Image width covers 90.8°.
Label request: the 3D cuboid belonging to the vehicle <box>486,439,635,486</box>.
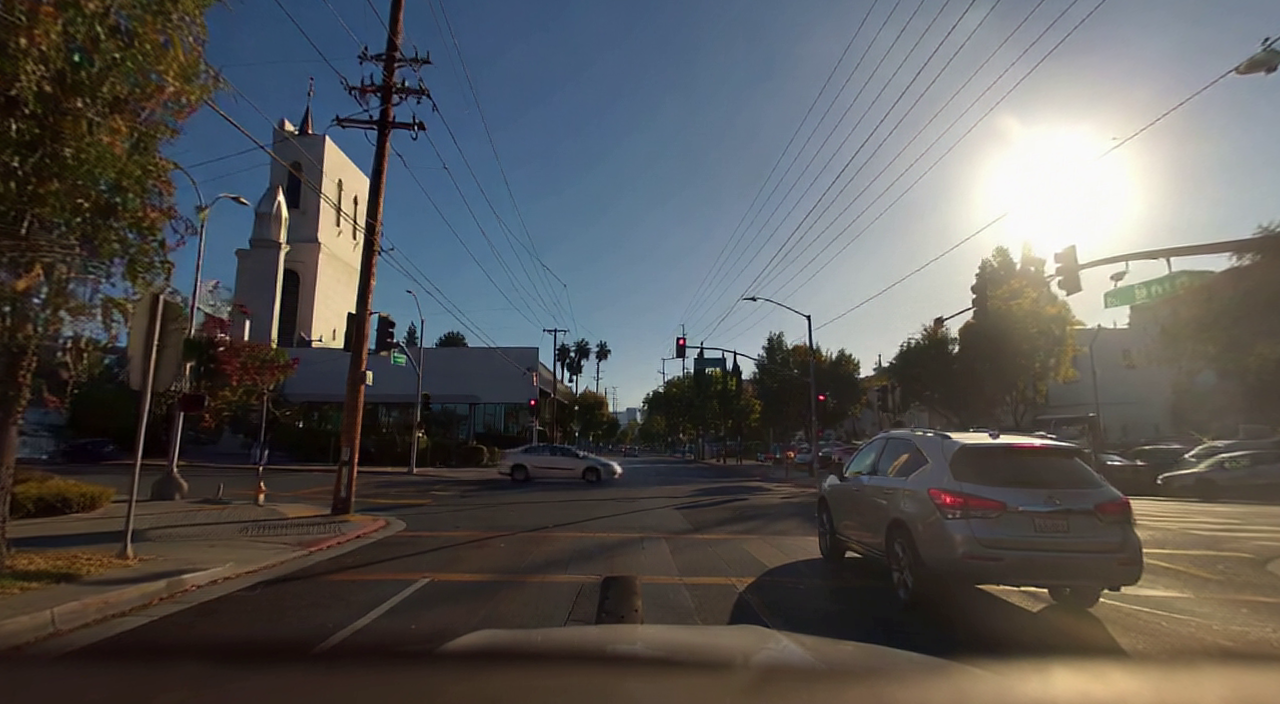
[{"bbox_3d":[-2.584,3.714,21.460,4.718,1.497,2.032,0,-8,4],"label":"vehicle"}]

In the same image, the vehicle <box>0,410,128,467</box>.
[{"bbox_3d":[-21.191,3.071,22.323,4.372,1.892,2.002,0,-9,0],"label":"vehicle"}]
